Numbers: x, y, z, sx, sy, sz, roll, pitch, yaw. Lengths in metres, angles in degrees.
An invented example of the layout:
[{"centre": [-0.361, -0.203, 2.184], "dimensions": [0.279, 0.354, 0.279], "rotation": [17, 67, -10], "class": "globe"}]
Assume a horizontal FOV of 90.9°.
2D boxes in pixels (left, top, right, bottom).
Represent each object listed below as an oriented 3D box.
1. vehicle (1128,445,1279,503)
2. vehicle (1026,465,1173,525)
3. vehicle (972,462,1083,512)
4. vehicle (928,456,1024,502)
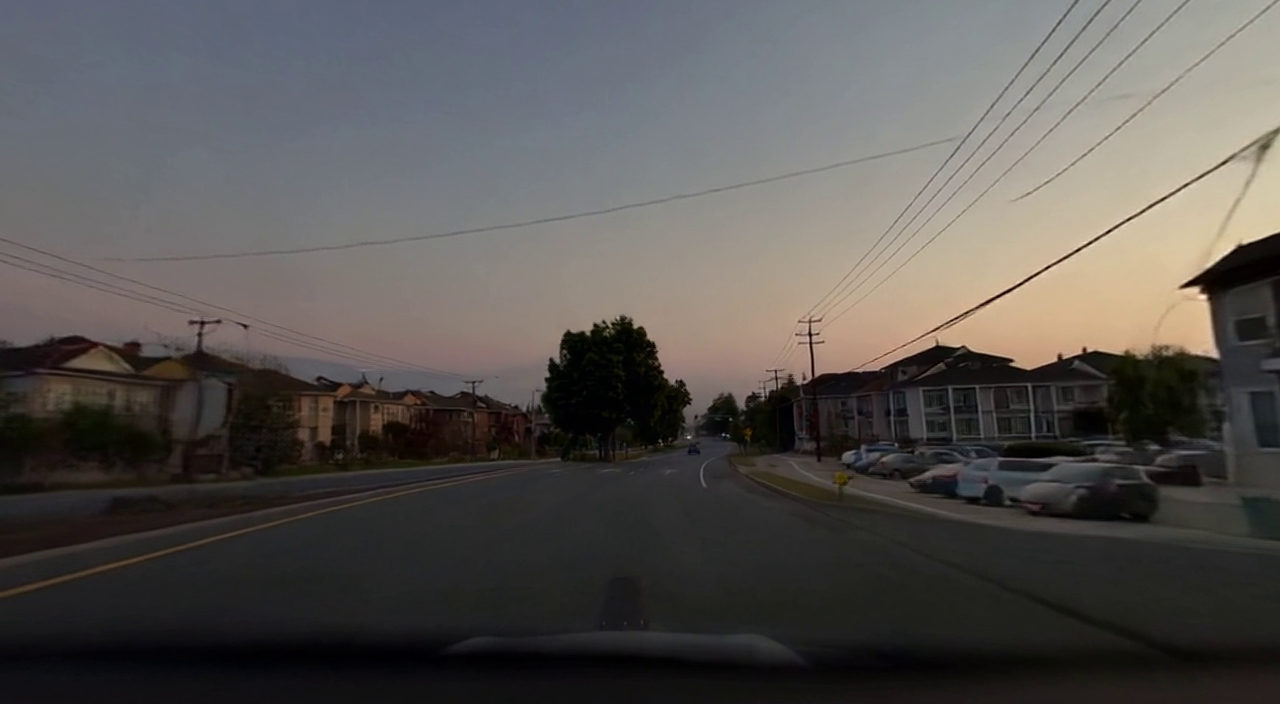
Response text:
[{"centre": [21.483, 4.420, 23.448], "dimensions": [2.119, 1.874, 4.855], "rotation": [2, -9, -13], "class": "vehicle"}, {"centre": [14.006, 4.247, 19.151], "dimensions": [4.475, 1.492, 1.925], "rotation": [5, -10, -31], "class": "vehicle"}, {"centre": [13.975, 4.775, 22.651], "dimensions": [4.514, 1.495, 1.748], "rotation": [6, -11, -36], "class": "vehicle"}, {"centre": [14.125, 5.228, 26.391], "dimensions": [4.456, 1.693, 2.017], "rotation": [8, -12, -42], "class": "vehicle"}]
